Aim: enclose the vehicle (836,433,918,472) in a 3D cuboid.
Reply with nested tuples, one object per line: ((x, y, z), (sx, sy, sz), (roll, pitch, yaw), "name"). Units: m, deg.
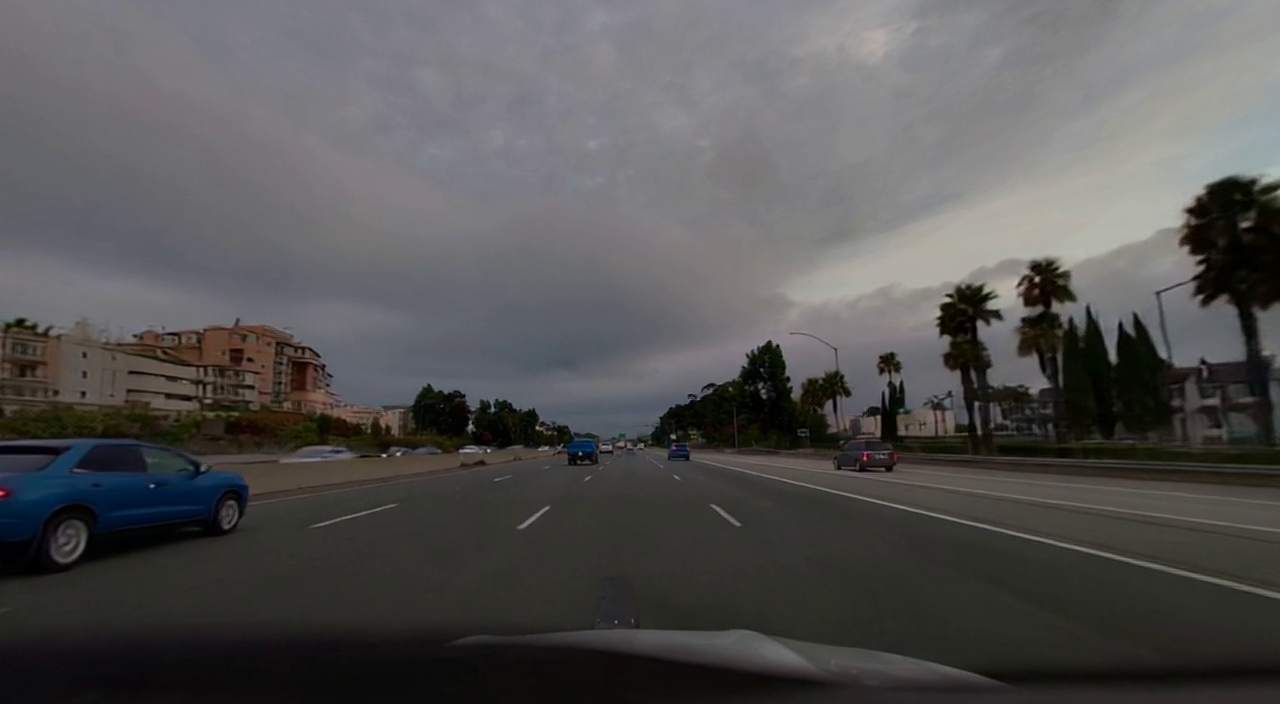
((11.768, 5.025, 31.769), (2.168, 1.792, 4.457), (0, -9, -3), "vehicle")

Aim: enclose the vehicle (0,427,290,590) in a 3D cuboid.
((-6.902, 1.791, 8.043), (2.018, 1.480, 4.999), (0, -9, 0), "vehicle")

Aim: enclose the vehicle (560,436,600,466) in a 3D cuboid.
((-4.059, 6.807, 43.427), (2.225, 1.967, 4.673), (0, -9, 1), "vehicle")
